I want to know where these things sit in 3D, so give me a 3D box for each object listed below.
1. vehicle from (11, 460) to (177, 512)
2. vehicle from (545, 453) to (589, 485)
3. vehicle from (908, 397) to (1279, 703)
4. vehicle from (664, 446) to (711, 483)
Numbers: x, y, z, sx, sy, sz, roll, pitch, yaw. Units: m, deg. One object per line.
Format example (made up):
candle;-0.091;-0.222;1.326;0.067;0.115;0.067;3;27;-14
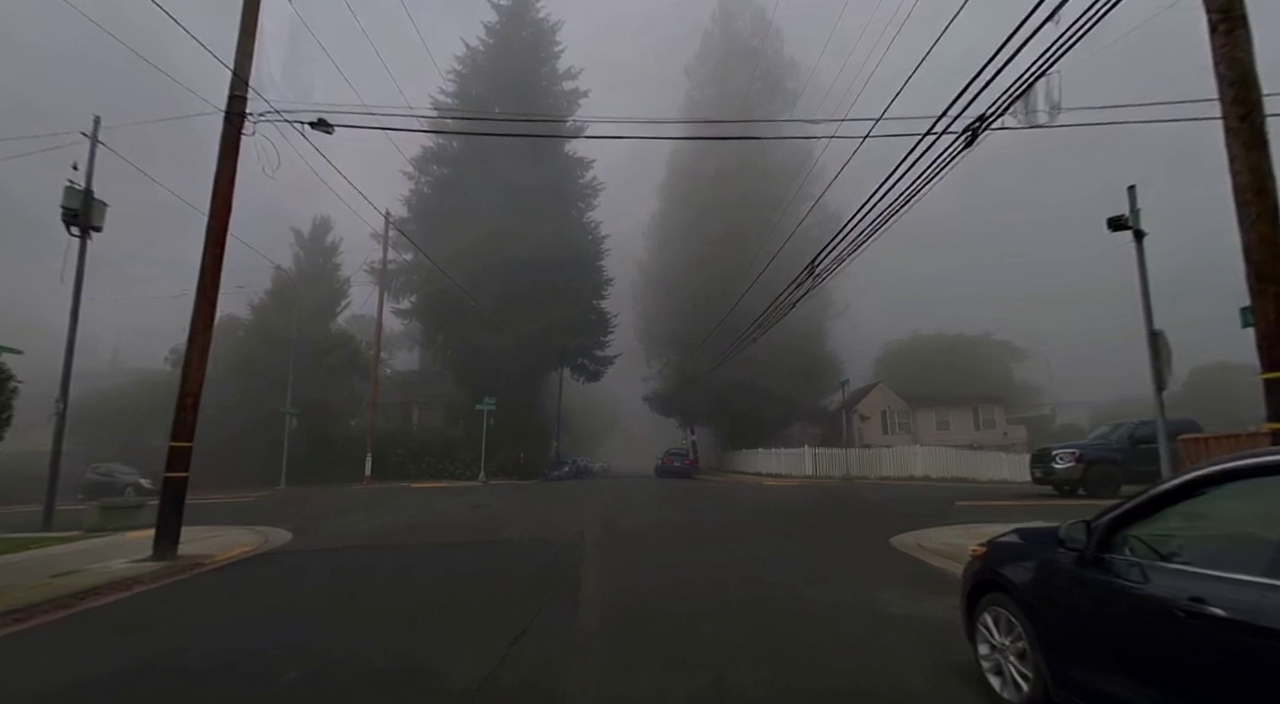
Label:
vehicle;-19.229;4.699;22.413;3.977;1.665;1.976;0;-8;0
vehicle;-4.385;7.087;38.645;2.189;1.771;4.571;0;-8;-1
vehicle;2.650;0.782;1.144;2.038;1.463;4.905;0;-8;-2
vehicle;2.543;6.195;35.078;2.051;1.874;4.459;0;-8;-3
